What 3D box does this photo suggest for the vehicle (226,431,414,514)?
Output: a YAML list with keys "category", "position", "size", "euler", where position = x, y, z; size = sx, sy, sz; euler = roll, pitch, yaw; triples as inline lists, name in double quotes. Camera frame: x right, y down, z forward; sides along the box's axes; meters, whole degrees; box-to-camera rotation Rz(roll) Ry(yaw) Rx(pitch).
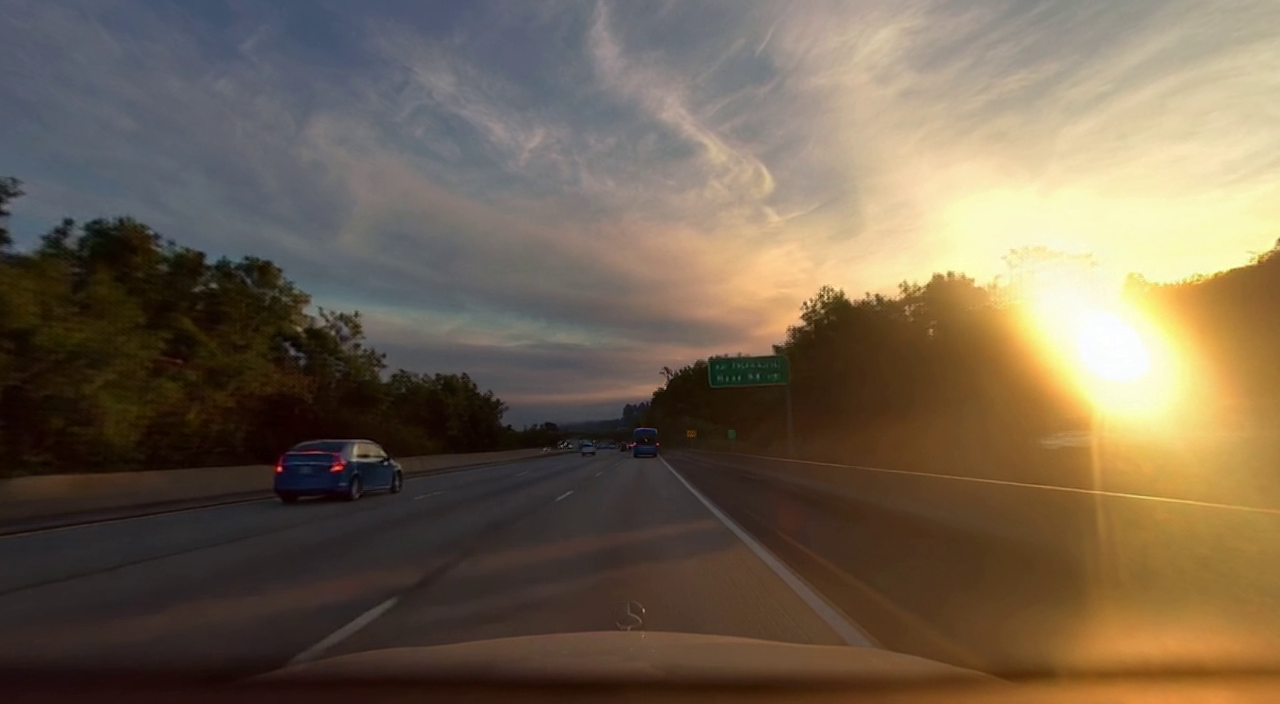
- category: "vehicle"
  position: [-7.429, 2.826, 15.344]
  size: [2.080, 1.674, 4.660]
  euler: [0, -8, 1]
